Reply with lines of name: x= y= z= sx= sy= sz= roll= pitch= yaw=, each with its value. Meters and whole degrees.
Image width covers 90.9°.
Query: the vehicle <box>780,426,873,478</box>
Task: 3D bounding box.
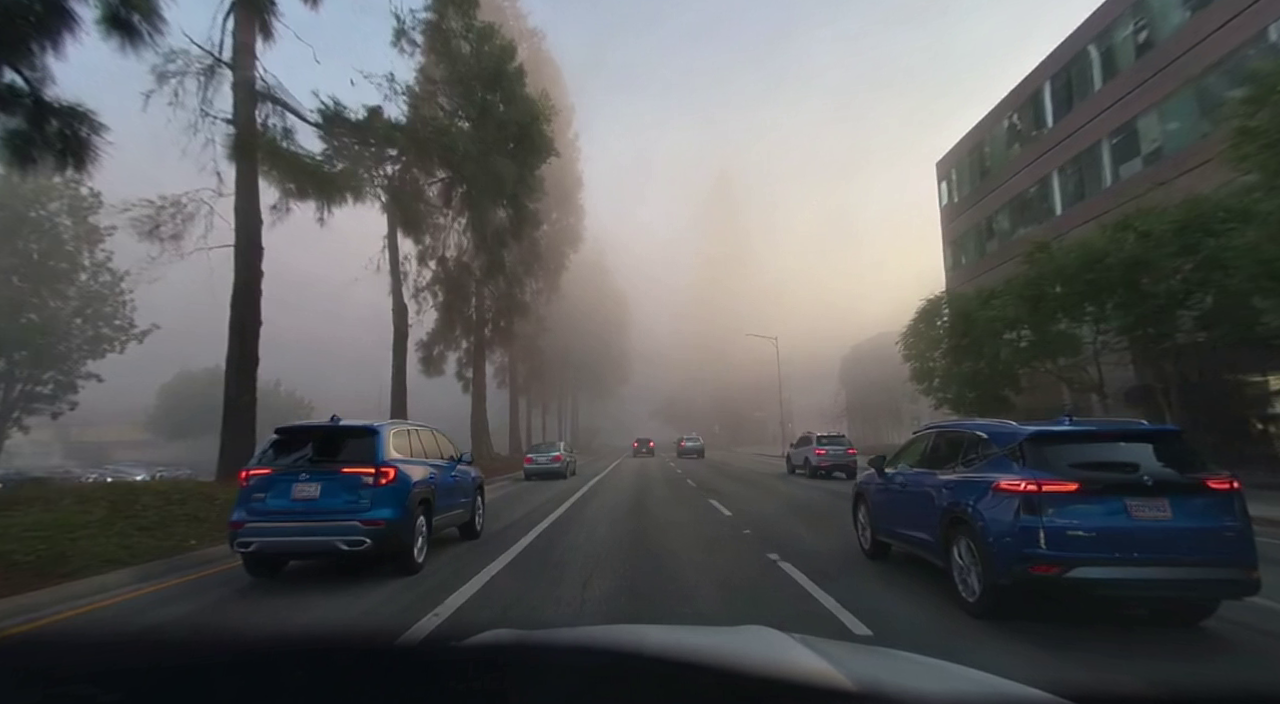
vehicle: x=6.954 y=3.804 z=24.067 sx=2.076 sy=1.793 sz=4.464 roll=0 pitch=-9 yaw=-1

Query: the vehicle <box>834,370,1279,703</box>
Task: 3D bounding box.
vehicle: x=3.384 y=1.257 z=5.411 sx=2.088 sy=1.666 sz=4.512 roll=0 pitch=-9 yaw=2

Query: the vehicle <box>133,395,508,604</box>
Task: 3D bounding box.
vehicle: x=-3.120 y=1.561 z=7.503 sx=2.141 sy=1.719 sz=4.379 roll=0 pitch=-9 yaw=0

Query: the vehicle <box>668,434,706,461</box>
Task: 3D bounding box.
vehicle: x=3.192 y=6.682 z=44.071 sx=2.178 sy=1.804 sz=4.766 roll=0 pitch=-9 yaw=-1

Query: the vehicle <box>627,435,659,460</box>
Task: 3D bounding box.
vehicle: x=0.203 y=7.247 z=47.660 sx=2.304 sy=1.795 sz=4.526 roll=0 pitch=-9 yaw=-1

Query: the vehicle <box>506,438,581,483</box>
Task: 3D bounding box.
vehicle: x=-3.381 y=3.901 z=22.933 sx=2.036 sy=1.465 sz=4.301 roll=0 pitch=-9 yaw=1
